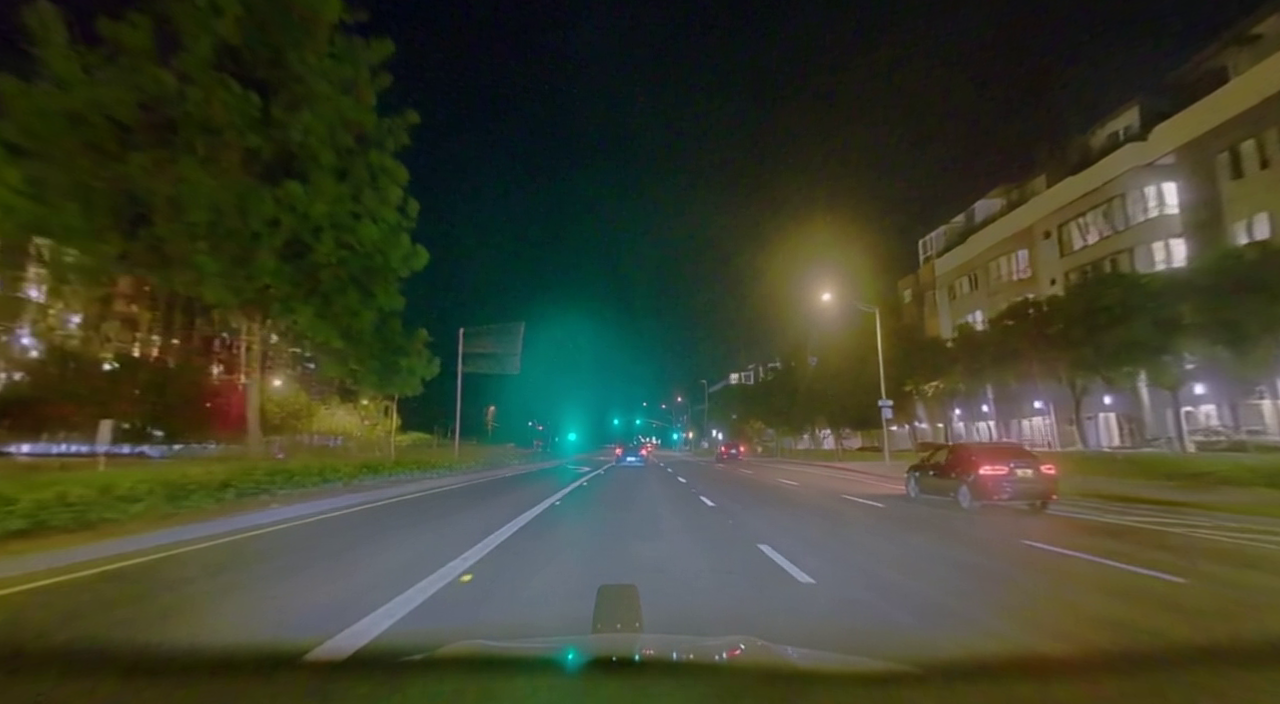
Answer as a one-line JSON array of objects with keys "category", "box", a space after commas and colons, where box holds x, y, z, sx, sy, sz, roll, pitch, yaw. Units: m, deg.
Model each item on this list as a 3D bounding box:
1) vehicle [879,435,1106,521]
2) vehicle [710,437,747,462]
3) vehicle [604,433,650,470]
[{"category": "vehicle", "box": [6.952, 2.514, 13.189, 2.139, 1.471, 4.393, 0, -8, -1]}, {"category": "vehicle", "box": [6.646, 7.371, 47.763, 2.026, 1.804, 4.565, 0, -8, -1]}, {"category": "vehicle", "box": [-0.625, 5.170, 32.902, 2.193, 1.794, 4.457, 0, -8, 0]}]
